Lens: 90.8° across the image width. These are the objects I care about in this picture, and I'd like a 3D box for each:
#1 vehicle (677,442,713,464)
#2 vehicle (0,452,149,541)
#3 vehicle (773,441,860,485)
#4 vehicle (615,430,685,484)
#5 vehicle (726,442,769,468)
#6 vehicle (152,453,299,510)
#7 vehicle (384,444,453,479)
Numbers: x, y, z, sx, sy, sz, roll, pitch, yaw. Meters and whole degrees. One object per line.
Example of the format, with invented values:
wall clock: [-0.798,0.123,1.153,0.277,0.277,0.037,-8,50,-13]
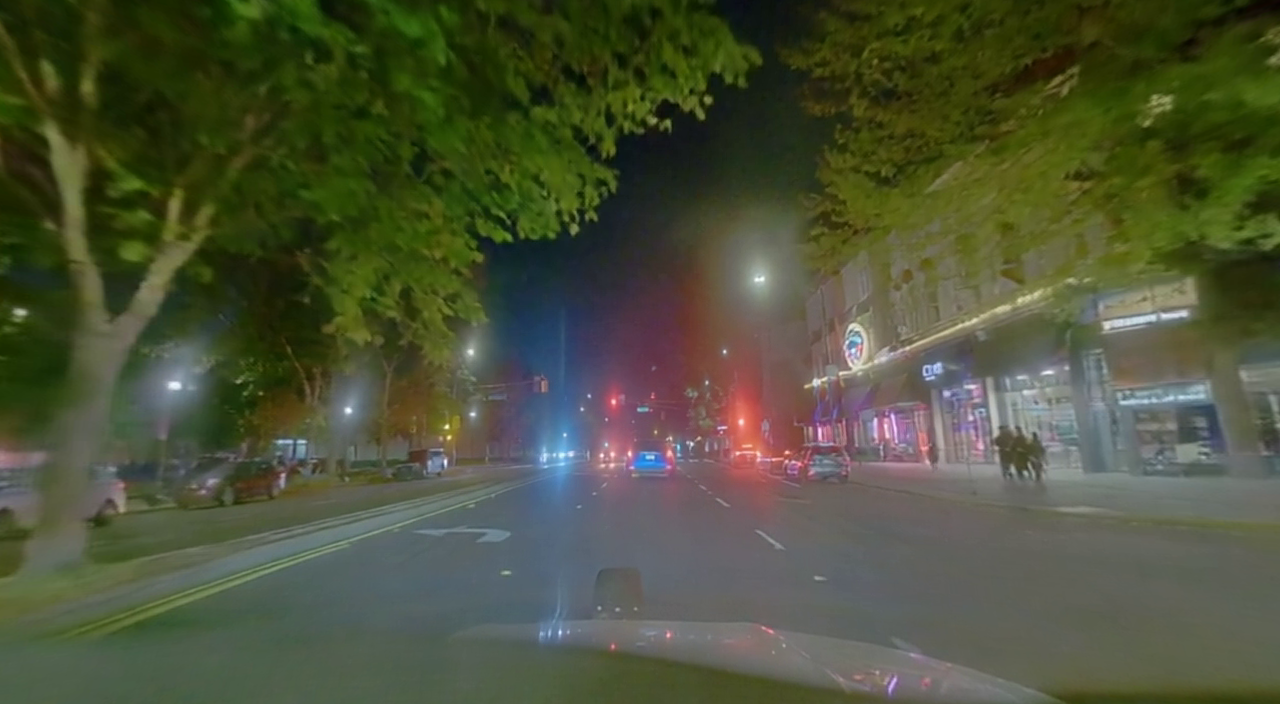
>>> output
vehicle: [3.854,7.161,44.780,2.209,1.478,4.138,0,-8,0]
vehicle: [-13.712,3.134,13.913,2.148,1.694,4.561,-3,-8,0]
vehicle: [6.542,4.159,23.993,2.048,1.484,4.709,-1,-9,2]
vehicle: [0.343,3.924,23.856,2.382,1.796,4.610,0,-8,0]
vehicle: [6.872,6.633,40.867,1.986,1.515,4.265,0,-9,0]
vehicle: [-13.690,4.269,21.277,1.934,1.639,4.387,0,-8,0]
vehicle: [-13.321,6.605,38.444,2.197,1.985,5.183,-1,-8,2]
